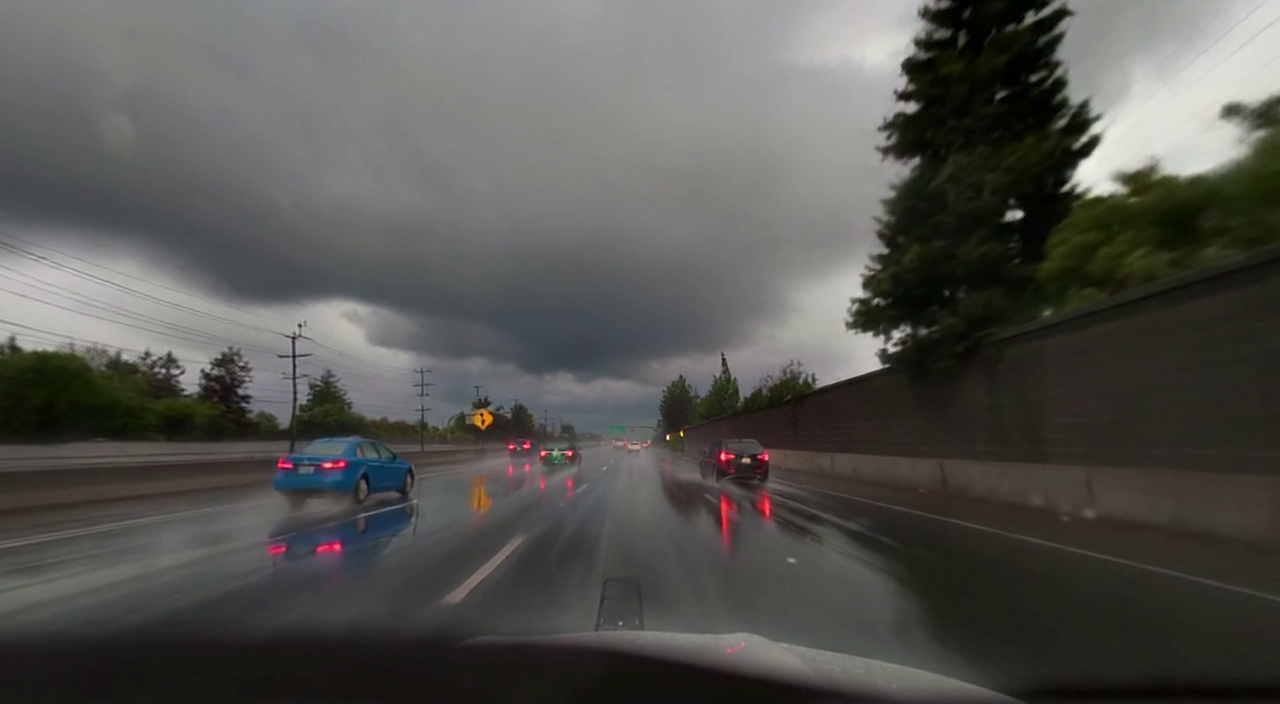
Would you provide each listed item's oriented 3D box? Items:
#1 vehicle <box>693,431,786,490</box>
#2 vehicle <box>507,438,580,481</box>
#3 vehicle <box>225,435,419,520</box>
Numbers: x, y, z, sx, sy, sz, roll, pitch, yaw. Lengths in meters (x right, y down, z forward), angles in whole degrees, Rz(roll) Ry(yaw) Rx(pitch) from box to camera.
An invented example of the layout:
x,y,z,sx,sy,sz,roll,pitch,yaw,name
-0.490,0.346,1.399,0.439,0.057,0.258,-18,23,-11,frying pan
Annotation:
x,y,z,sx,sy,sz,roll,pitch,yaw,name
3.012,3.408,20.219,2.100,1.659,4.387,0,-8,-2,vehicle
-3.538,4.026,23.971,2.066,1.488,4.377,0,-8,0,vehicle
-6.354,2.525,13.272,1.903,1.482,4.180,0,-8,0,vehicle
